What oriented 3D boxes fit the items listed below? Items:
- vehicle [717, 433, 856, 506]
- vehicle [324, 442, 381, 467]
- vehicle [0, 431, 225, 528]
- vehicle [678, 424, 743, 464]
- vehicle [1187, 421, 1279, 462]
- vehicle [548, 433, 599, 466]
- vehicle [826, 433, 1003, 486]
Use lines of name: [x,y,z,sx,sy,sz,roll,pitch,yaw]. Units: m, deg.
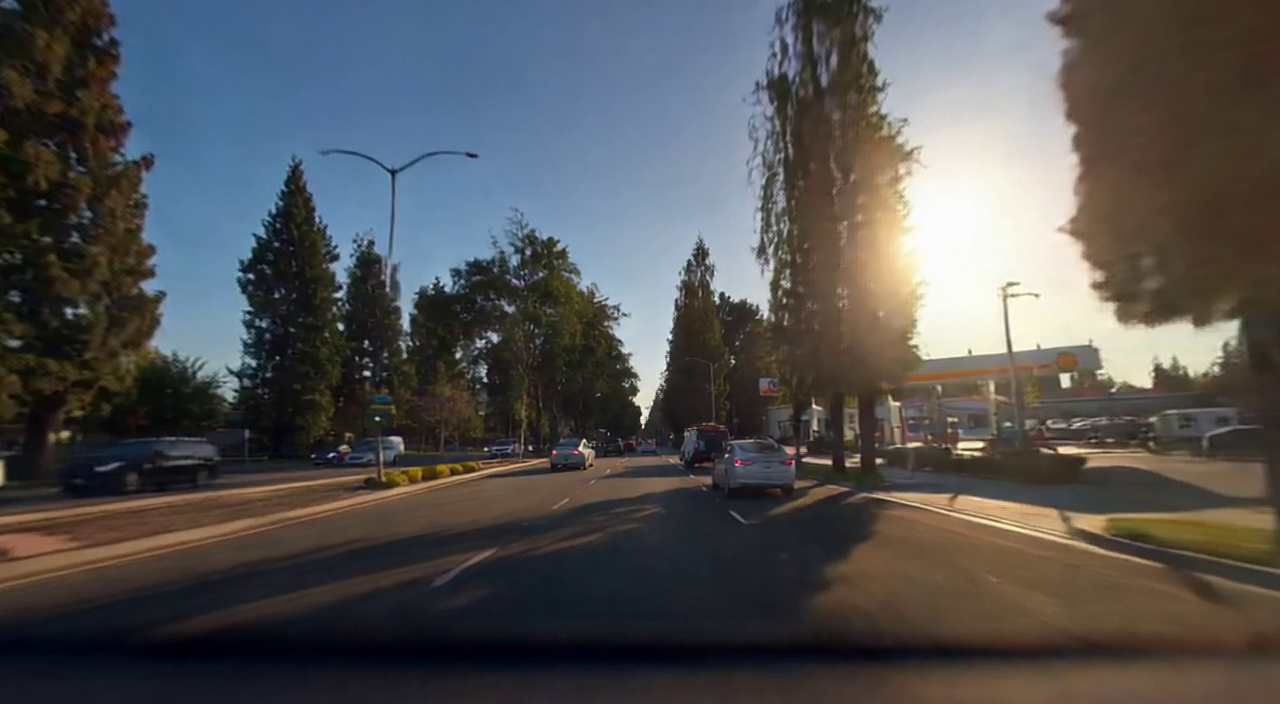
vehicle: [3.263,2.713,15.147,2.095,1.475,4.686,0,-8,-1]
vehicle: [-21.093,7.540,46.520,1.957,1.702,4.544,0,-8,2]
vehicle: [-11.404,2.510,13.249,2.004,1.509,4.932,-2,-6,1]
vehicle: [4.005,5.456,37.456,3.245,2.199,6.295,0,-8,1]
vehicle: [24.046,3.459,24.337,1.921,1.463,4.380,1,-8,0]
vehicle: [-3.568,5.360,34.761,2.250,1.713,4.422,0,-8,1]
vehicle: [7.954,3.158,18.753,4.514,1.425,1.937,-2,-8,14]
